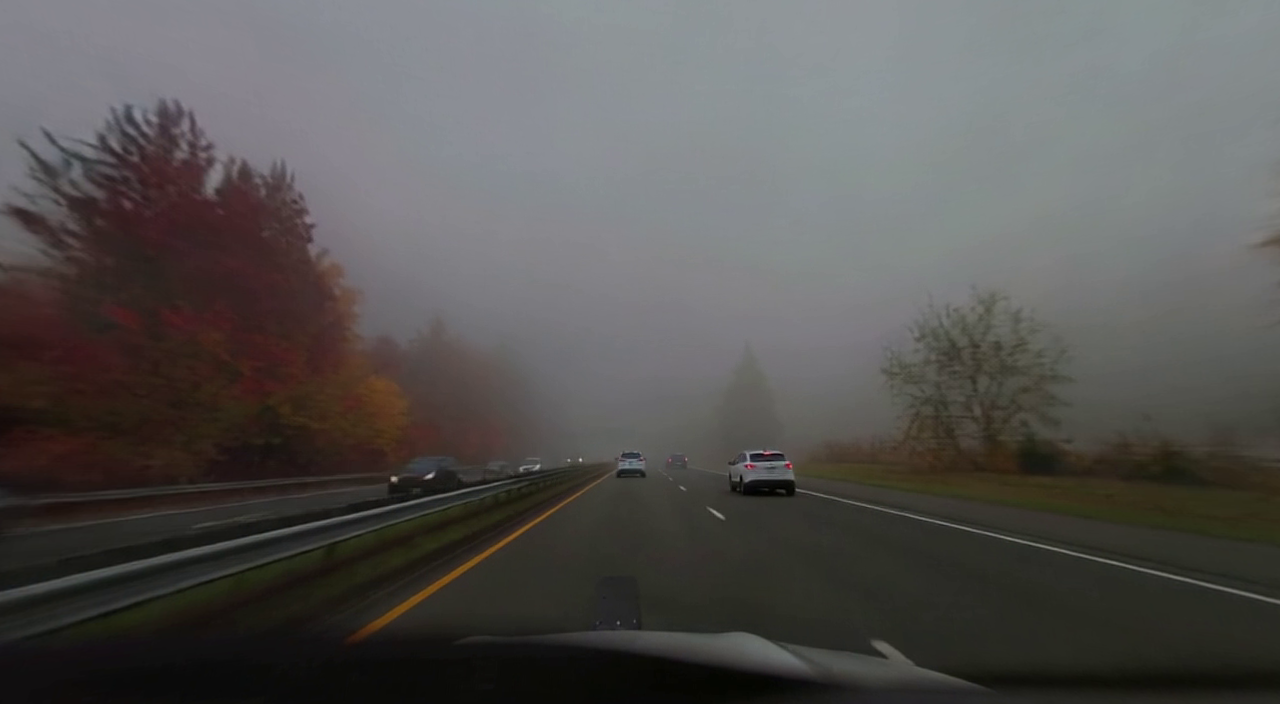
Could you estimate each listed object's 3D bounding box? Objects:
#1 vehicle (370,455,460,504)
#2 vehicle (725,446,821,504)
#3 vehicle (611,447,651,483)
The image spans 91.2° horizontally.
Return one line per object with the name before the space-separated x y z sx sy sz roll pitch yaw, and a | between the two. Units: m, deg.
vehicle | -9.078 5.149 25.732 1.932 1.738 4.571 -1 -9 1
vehicle | 3.788 3.557 18.616 1.843 1.505 4.339 0 -9 -1
vehicle | -0.438 5.805 32.458 1.937 1.699 3.936 -1 -9 0
